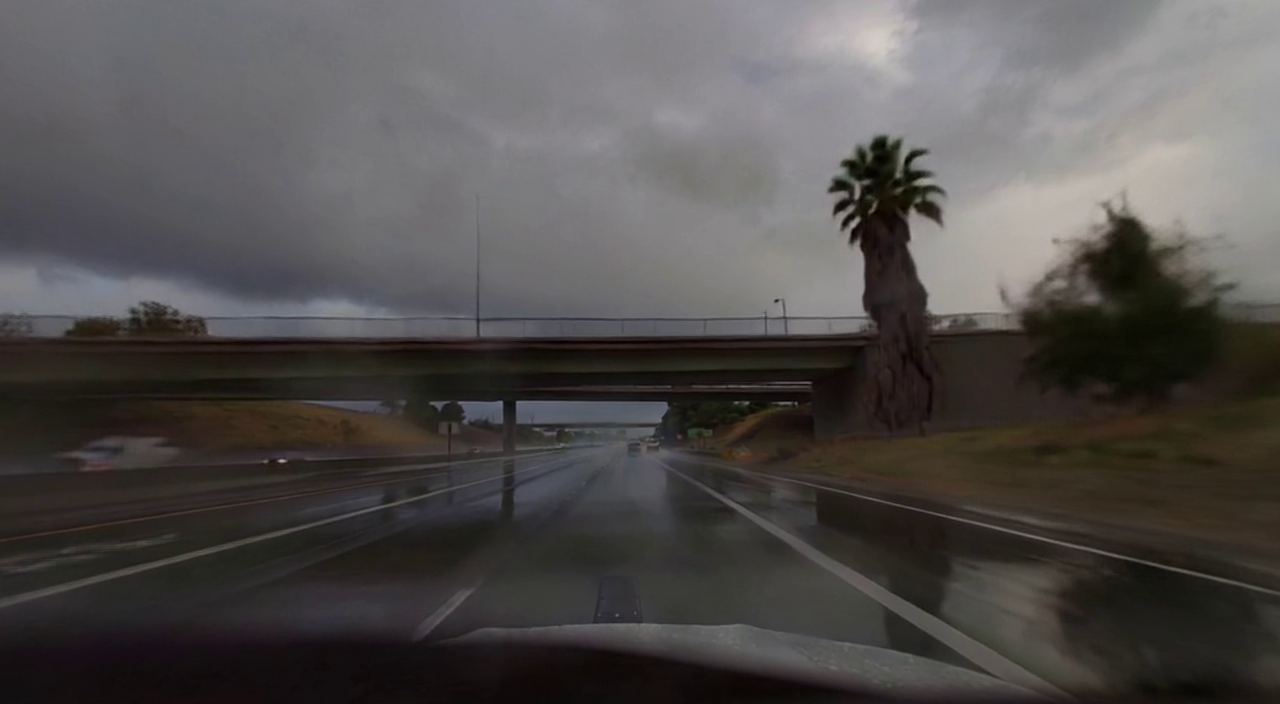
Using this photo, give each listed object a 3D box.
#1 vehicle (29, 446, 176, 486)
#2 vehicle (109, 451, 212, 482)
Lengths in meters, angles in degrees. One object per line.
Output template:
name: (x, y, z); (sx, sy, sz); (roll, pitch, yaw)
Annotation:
vehicle: (-29.062, 6.117, 34.597); (2.347, 1.950, 6.611); (0, -8, -1)
vehicle: (-24.981, 5.956, 33.157); (2.009, 1.492, 4.290); (0, -8, 0)
